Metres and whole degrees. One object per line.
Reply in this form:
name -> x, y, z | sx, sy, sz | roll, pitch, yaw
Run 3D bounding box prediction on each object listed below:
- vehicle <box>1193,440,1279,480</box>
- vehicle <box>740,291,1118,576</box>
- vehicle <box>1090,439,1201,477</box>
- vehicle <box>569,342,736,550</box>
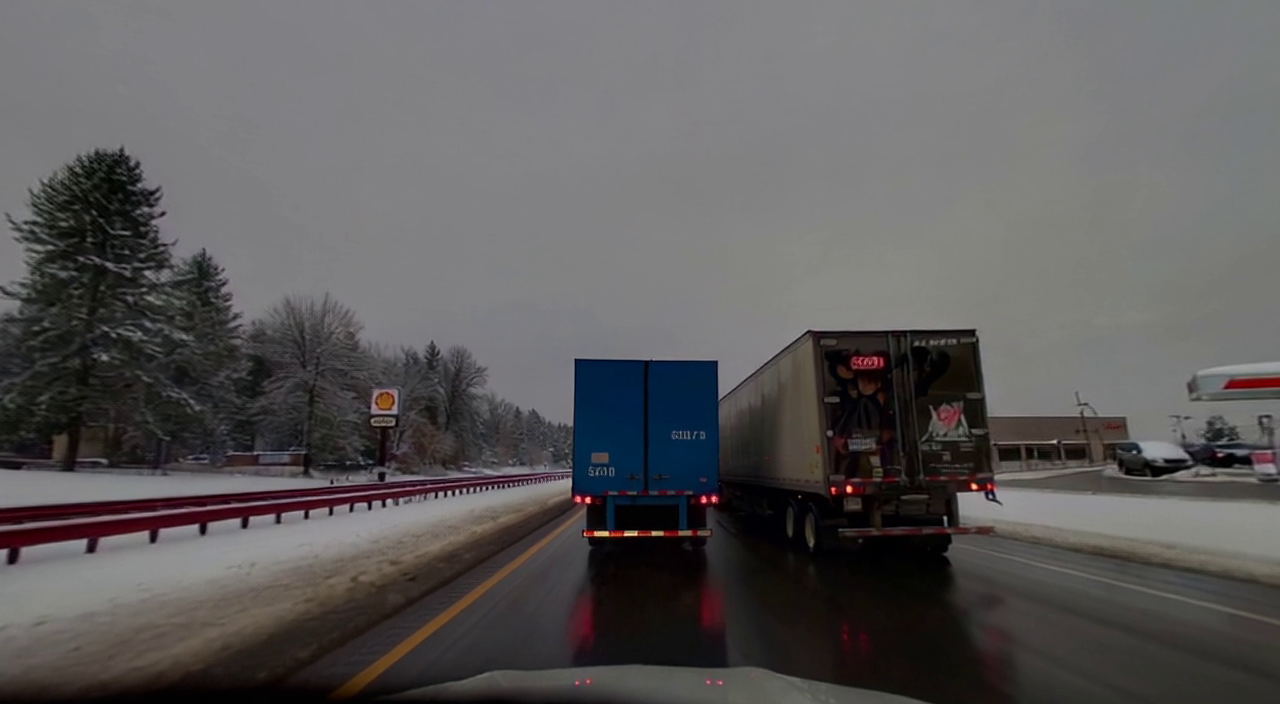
vehicle -> 24.673, 4.236, 24.496 | 1.762, 1.470, 4.485 | 3, -11, -10
vehicle -> 4.402, 1.842, 12.820 | 2.936, 3.640, 9.443 | 1, -10, -2
vehicle -> 24.784, 5.259, 31.110 | 1.919, 1.722, 4.024 | 1, -10, -3
vehicle -> 0.166, 2.260, 14.466 | 2.618, 3.306, 8.676 | 1, -10, -1
